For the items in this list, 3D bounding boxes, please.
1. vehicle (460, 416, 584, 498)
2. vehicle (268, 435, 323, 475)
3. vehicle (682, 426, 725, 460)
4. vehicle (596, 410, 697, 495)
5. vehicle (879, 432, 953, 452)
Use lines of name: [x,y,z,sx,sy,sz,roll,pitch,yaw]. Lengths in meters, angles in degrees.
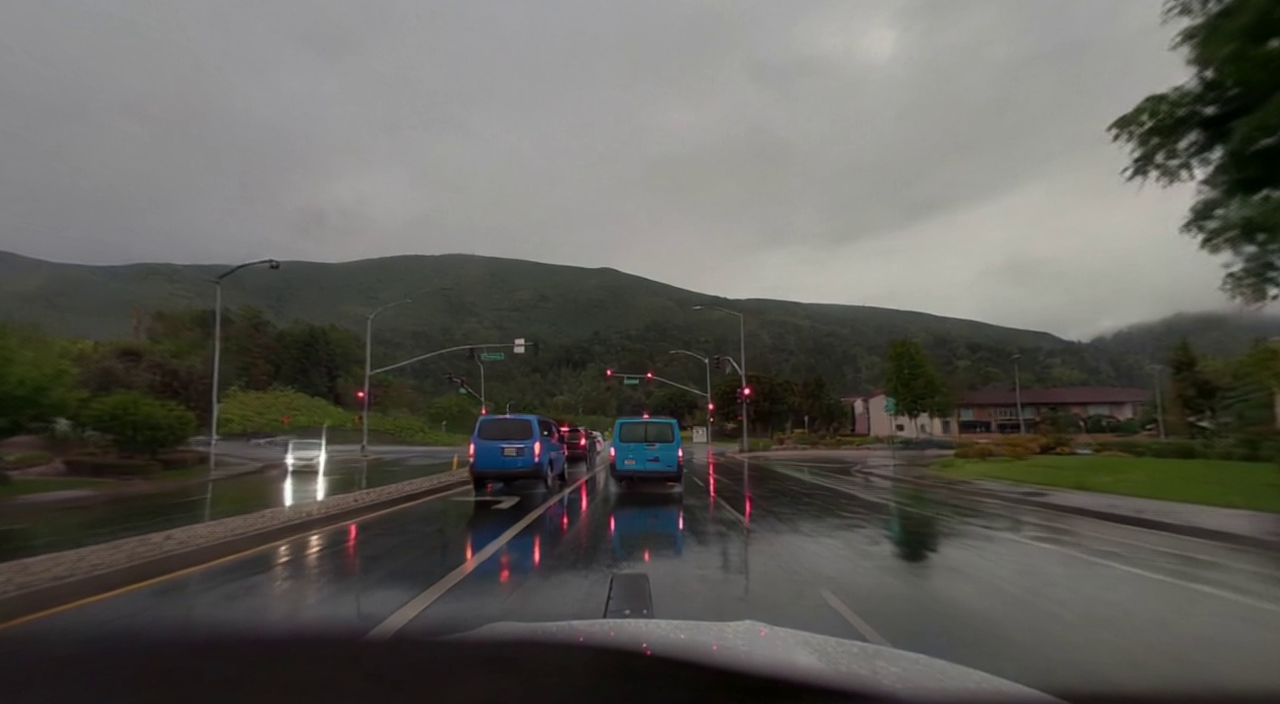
vehicle: [-2.783,2.640,16.116,2.131,1.783,4.540,0,-8,2]
vehicle: [-16.475,4.884,30.168,2.053,1.754,4.717,4,-9,-28]
vehicle: [3.247,4.736,32.818,1.817,1.662,3.843,0,-8,-1]
vehicle: [0.191,2.514,15.966,2.185,1.822,4.391,0,-8,2]
vehicle: [21.605,7.064,49.451,4.914,1.470,1.803,0,-8,2]
